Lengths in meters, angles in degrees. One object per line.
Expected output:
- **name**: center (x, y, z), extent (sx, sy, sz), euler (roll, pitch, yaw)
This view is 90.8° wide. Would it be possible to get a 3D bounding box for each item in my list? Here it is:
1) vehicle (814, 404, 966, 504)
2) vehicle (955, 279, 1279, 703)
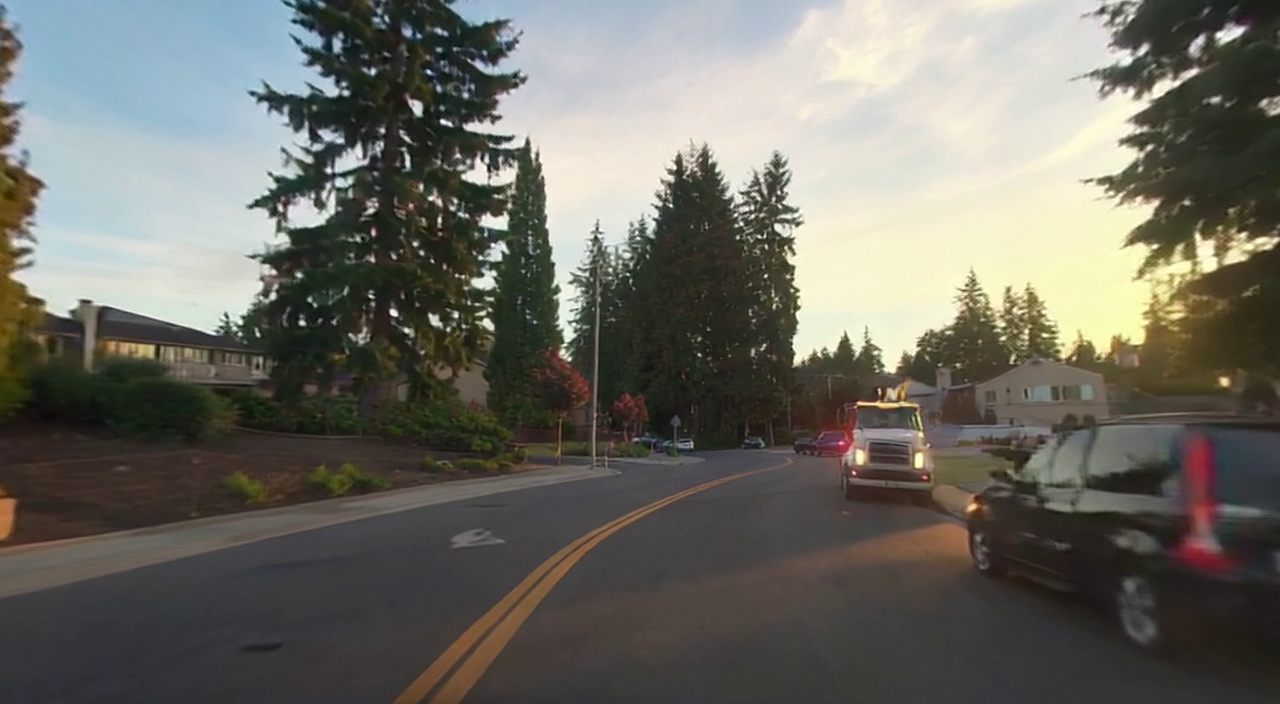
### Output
- **vehicle**: center (6.411, 2.681, 16.843), extent (2.874, 2.021, 7.293), euler (-4, -9, 18)
- **vehicle**: center (4.059, 0.957, 4.511), extent (2.043, 2.250, 3.024), euler (-1, -9, 3)
